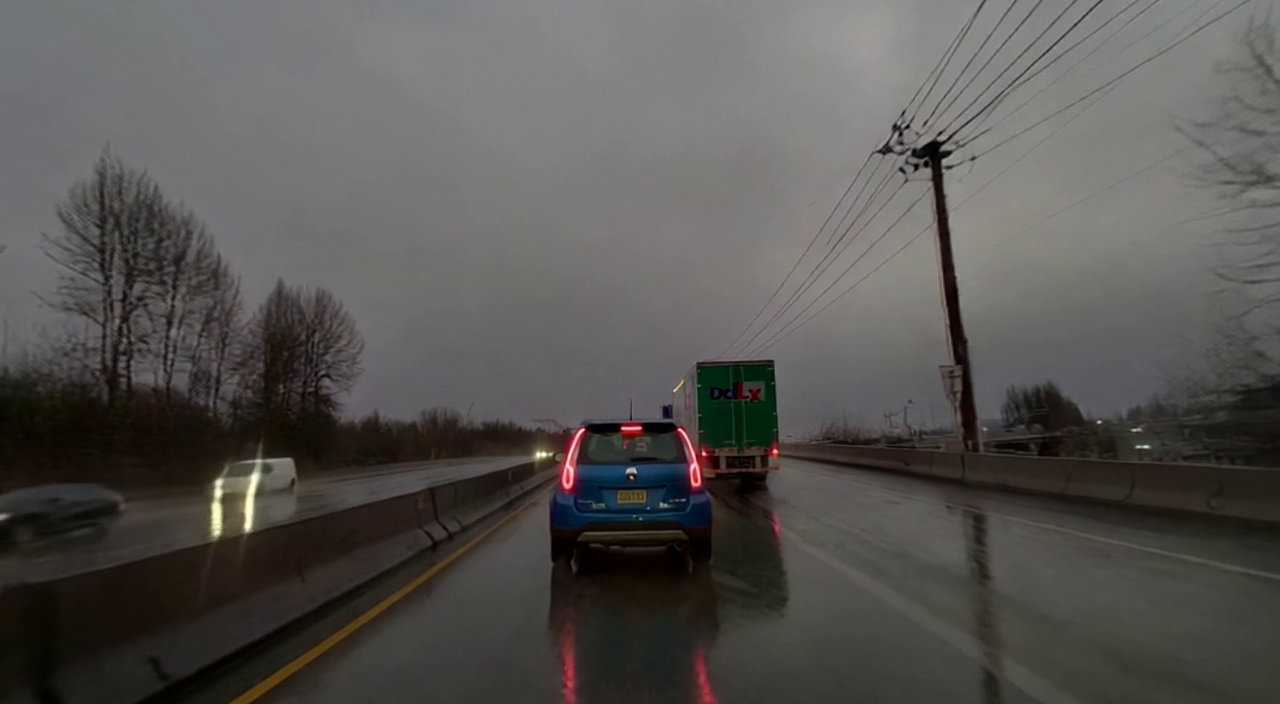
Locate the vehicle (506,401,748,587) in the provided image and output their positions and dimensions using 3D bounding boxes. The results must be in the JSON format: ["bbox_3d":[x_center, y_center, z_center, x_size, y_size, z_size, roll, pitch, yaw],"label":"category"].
[{"bbox_3d":[-0.150,1.481,7.412,2.062,1.581,3.914,0,-8,-1],"label":"vehicle"}]

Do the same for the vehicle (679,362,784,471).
[{"bbox_3d":[3.559,2.899,26.977,2.835,3.872,8.916,0,-8,-2],"label":"vehicle"}]

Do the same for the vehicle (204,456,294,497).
[{"bbox_3d":[-21.264,6.744,34.456,2.081,1.900,4.823,0,-8,-4],"label":"vehicle"}]

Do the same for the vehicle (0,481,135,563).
[{"bbox_3d":[-15.261,4.193,15.903,1.770,1.521,4.077,1,-8,-4],"label":"vehicle"}]
